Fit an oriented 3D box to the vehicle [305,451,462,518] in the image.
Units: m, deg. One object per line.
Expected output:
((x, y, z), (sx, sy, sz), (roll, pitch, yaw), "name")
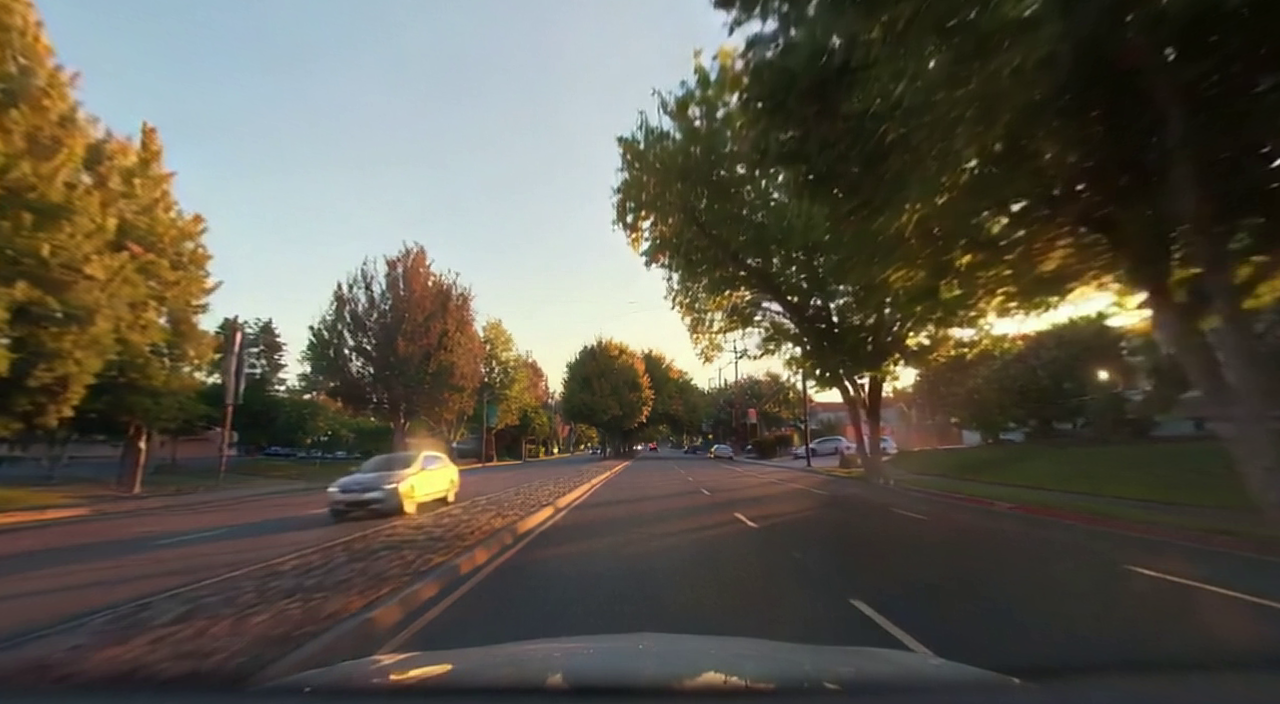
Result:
((-6.543, 3.397, 16.787), (2.188, 1.478, 4.567), (0, -8, 1), "vehicle")

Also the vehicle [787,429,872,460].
((14.875, 7.300, 49.828), (5.886, 2.000, 2.372), (-4, -8, 5), "vehicle")
